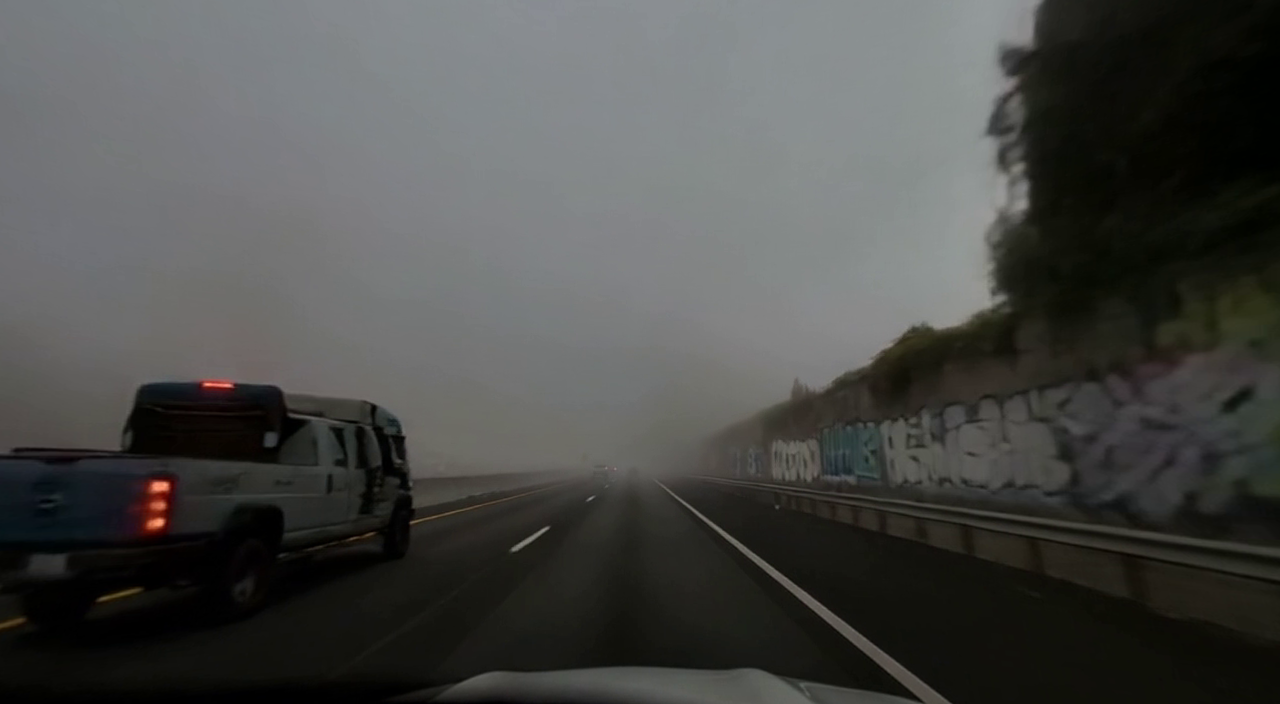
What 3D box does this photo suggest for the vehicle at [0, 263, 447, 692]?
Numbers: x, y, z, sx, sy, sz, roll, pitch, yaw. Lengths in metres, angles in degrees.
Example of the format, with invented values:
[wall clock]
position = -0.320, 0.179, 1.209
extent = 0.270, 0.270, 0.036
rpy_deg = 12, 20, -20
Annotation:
[vehicle]
position = -4.294, 1.191, 6.609
extent = 2.597, 2.434, 6.020
rpy_deg = 1, -10, 0
